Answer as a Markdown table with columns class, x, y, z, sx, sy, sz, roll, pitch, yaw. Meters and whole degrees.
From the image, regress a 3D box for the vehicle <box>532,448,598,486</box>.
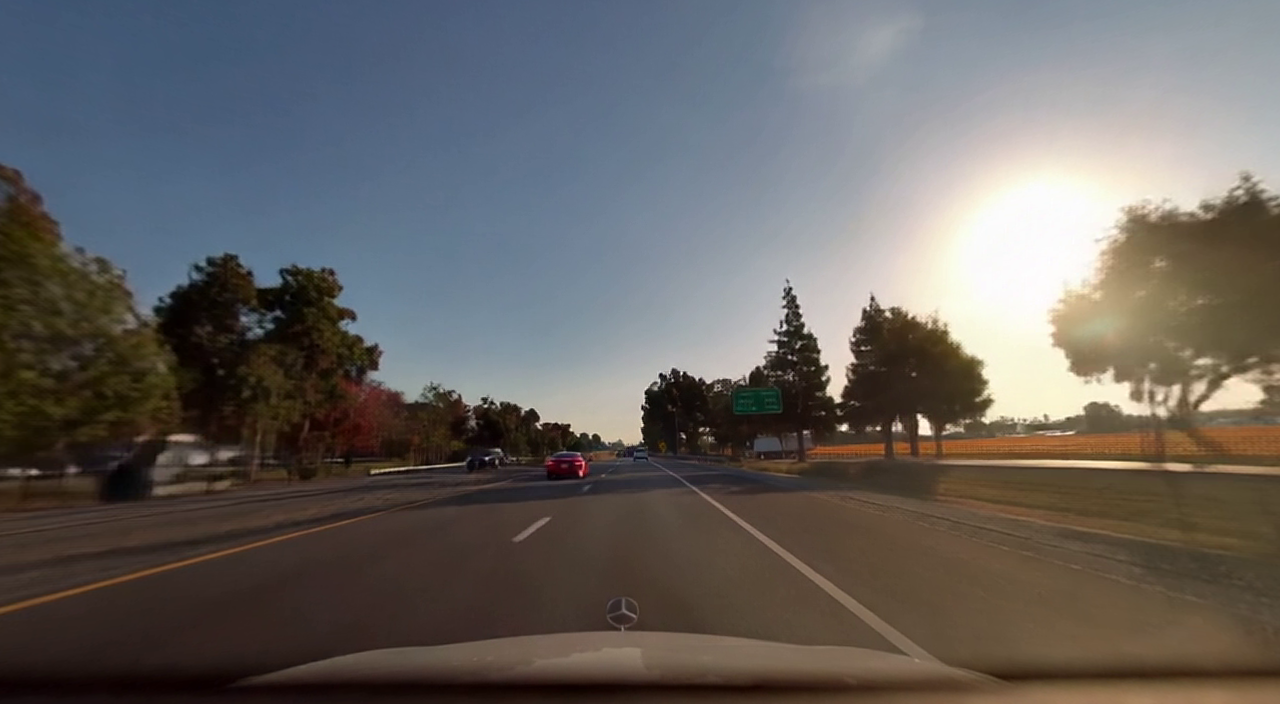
| class | x | y | z | sx | sy | sz | roll | pitch | yaw |
| --- | --- | --- | --- | --- | --- | --- | --- | --- | --- |
| vehicle | -3.089 | 4.877 | 27.100 | 2.170 | 1.451 | 4.584 | 0 | -9 | 1 |

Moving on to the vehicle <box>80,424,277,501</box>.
| class | x | y | z | sx | sy | sz | roll | pitch | yaw |
| --- | --- | --- | --- | --- | --- | --- | --- | --- | --- |
| vehicle | -16.748 | 4.050 | 23.635 | 2.222 | 2.428 | 6.706 | 0 | -9 | 0 |
